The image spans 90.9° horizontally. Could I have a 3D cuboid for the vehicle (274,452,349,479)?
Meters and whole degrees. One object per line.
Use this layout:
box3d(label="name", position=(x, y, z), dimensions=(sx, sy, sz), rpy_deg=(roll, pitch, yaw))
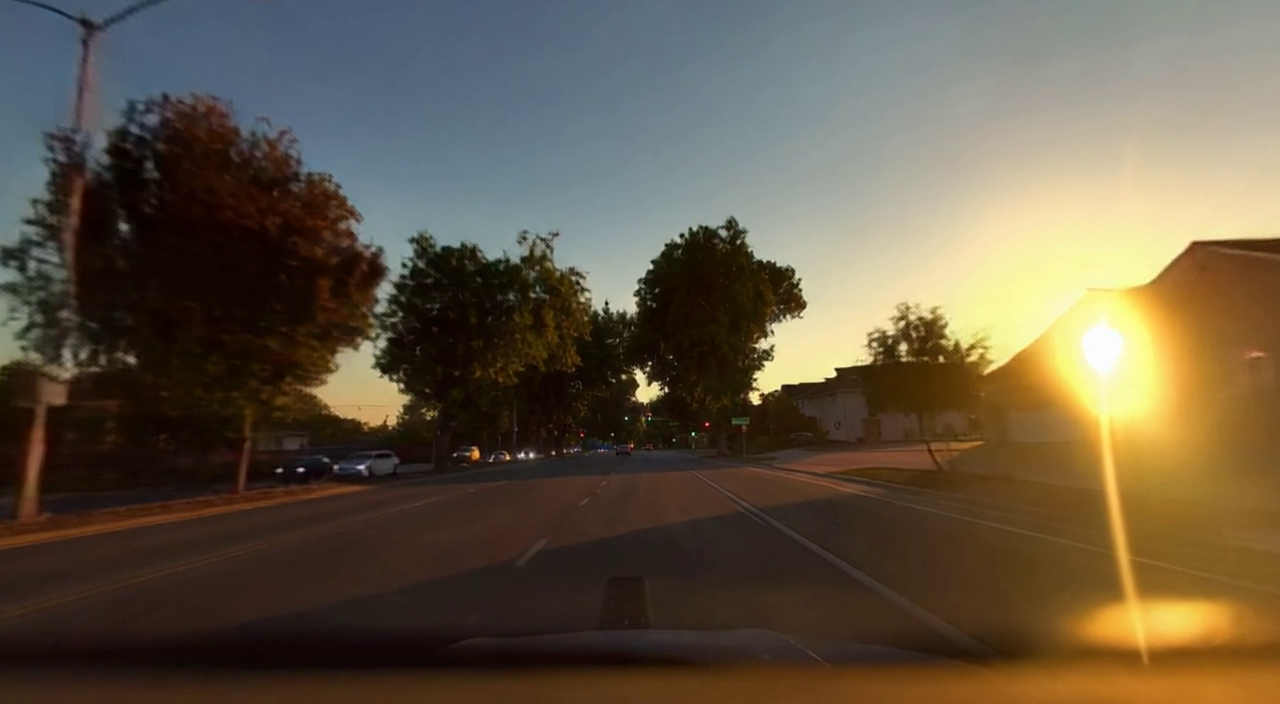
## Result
box3d(label="vehicle", position=(-20.640, 7.134, 39.838), dimensions=(2.062, 1.504, 4.877), rpy_deg=(0, -9, 0))

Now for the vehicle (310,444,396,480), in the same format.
box3d(label="vehicle", position=(-13.146, 5.039, 29.162), dimensions=(1.994, 1.518, 4.072), rpy_deg=(0, -9, 1))
